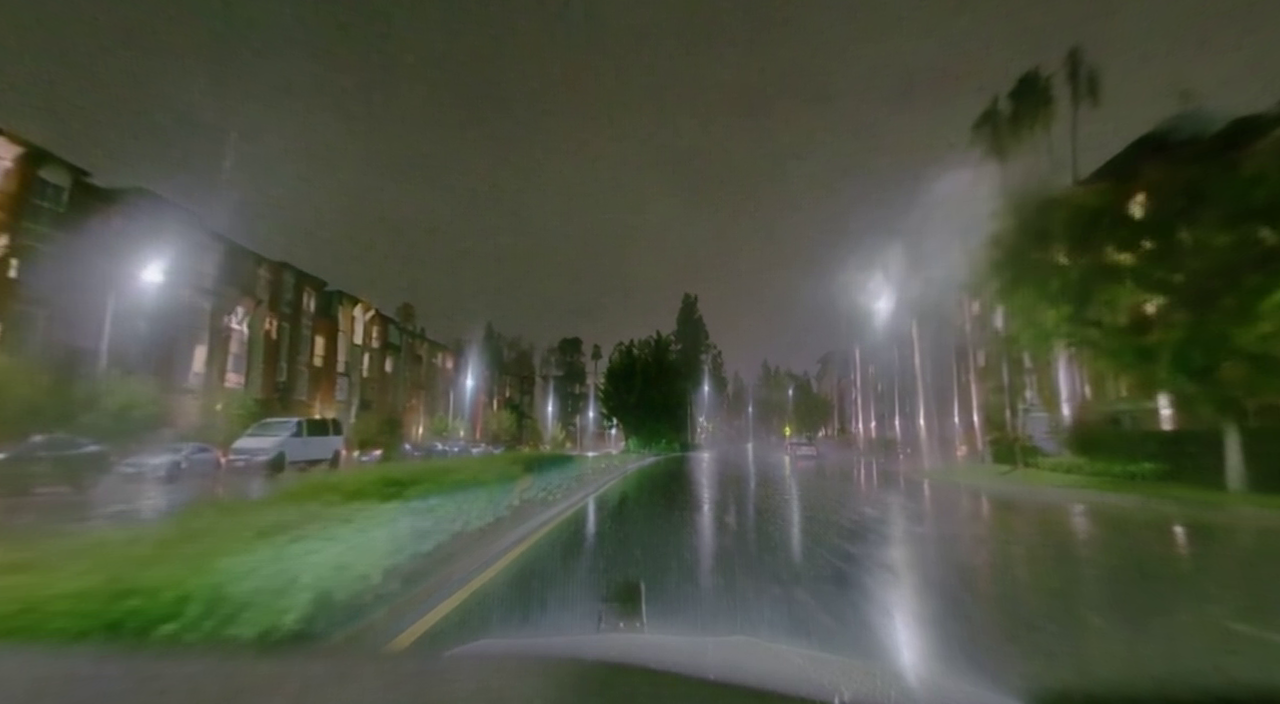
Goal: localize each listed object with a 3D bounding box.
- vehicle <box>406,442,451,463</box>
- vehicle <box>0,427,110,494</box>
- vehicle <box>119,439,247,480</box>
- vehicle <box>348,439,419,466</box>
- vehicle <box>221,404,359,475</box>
[{"bbox_3d":[-16.561,7.911,49.737,1.854,1.490,4.331,-3,-9,3],"label":"vehicle"},{"bbox_3d":[-18.775,3.195,18.690,2.001,1.836,4.746,-1,-9,0],"label":"vehicle"},{"bbox_3d":[-18.407,4.375,25.744,1.808,1.531,4.366,0,-9,2],"label":"vehicle"},{"bbox_3d":[-17.179,6.785,42.727,2.076,1.703,5.595,-1,-9,5],"label":"vehicle"},{"bbox_3d":[-17.853,4.576,32.886,2.766,3.279,6.821,-1,-9,5],"label":"vehicle"}]
